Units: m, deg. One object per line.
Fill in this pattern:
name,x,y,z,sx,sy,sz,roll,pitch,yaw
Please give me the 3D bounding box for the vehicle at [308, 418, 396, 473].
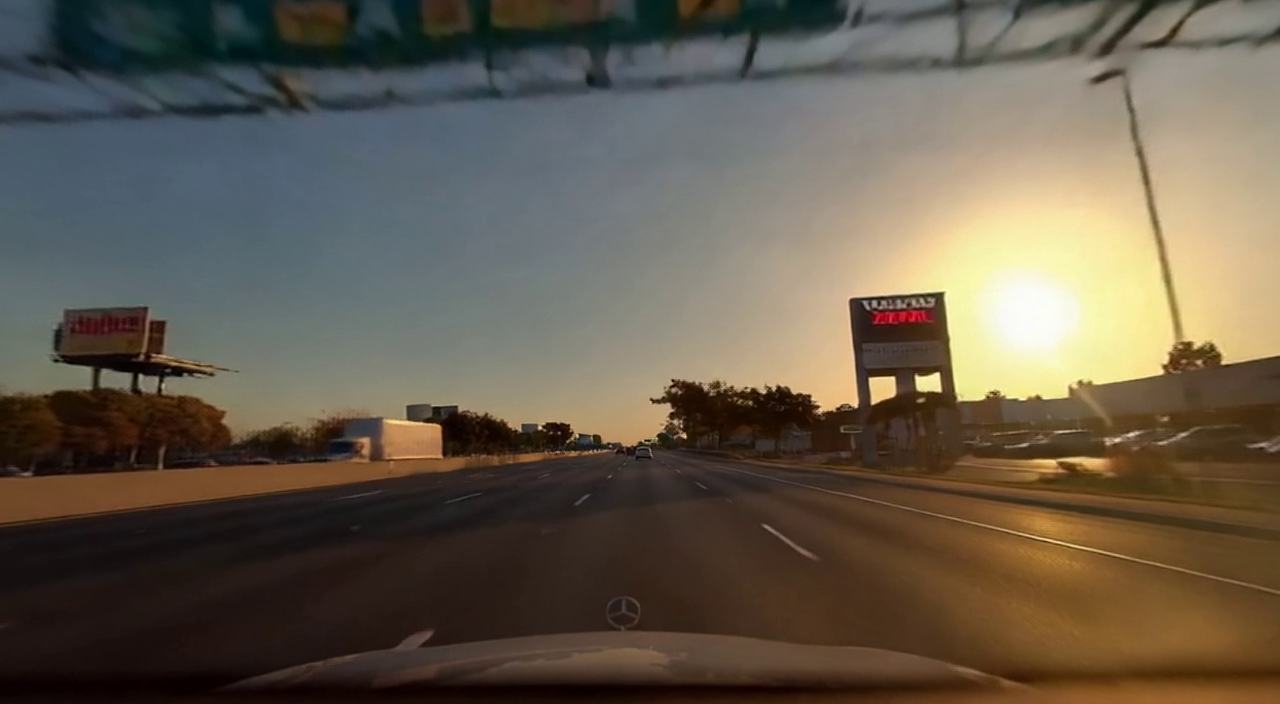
vehicle,-22.176,7.314,49.062,3.081,3.959,7.500,0,-9,2
